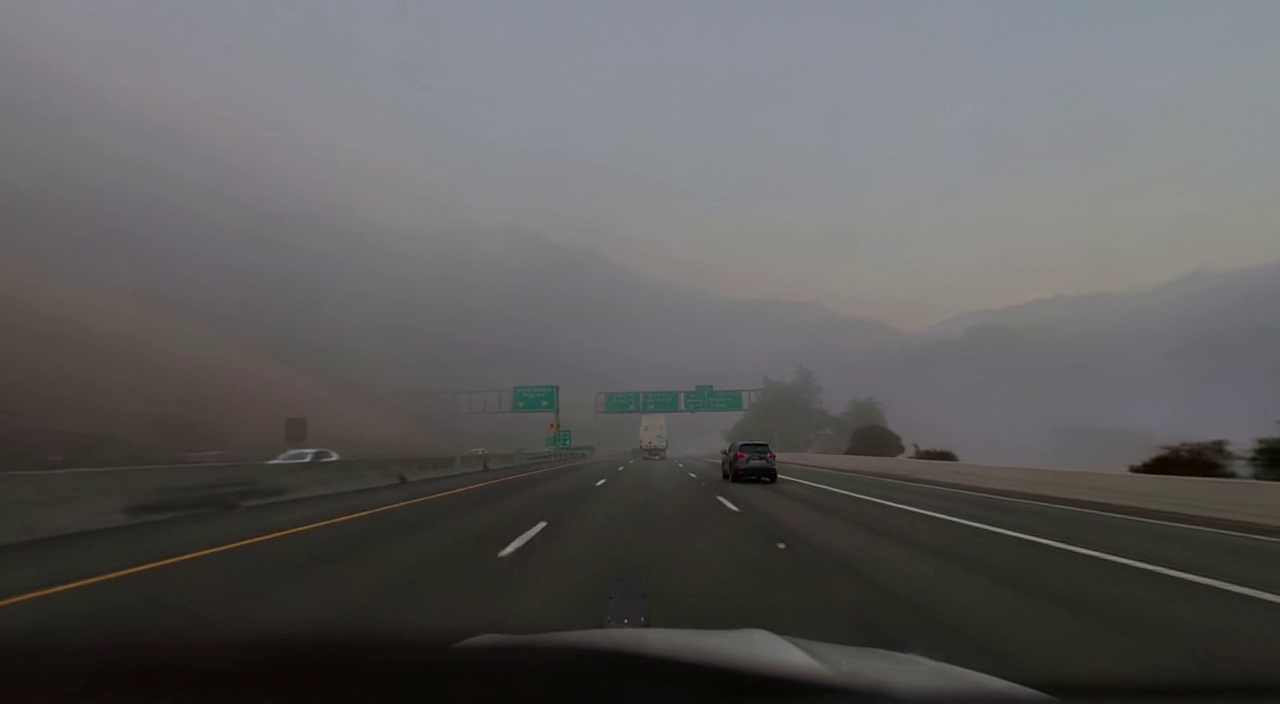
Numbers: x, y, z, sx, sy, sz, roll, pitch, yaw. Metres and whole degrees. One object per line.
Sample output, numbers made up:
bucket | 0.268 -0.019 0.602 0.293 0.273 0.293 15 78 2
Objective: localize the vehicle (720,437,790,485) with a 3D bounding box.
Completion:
vehicle | 4.178 4.033 23.546 1.880 1.624 3.941 0 -9 0

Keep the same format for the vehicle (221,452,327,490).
vehicle | -15.933 5.190 27.750 1.974 1.488 4.325 0 -9 1
